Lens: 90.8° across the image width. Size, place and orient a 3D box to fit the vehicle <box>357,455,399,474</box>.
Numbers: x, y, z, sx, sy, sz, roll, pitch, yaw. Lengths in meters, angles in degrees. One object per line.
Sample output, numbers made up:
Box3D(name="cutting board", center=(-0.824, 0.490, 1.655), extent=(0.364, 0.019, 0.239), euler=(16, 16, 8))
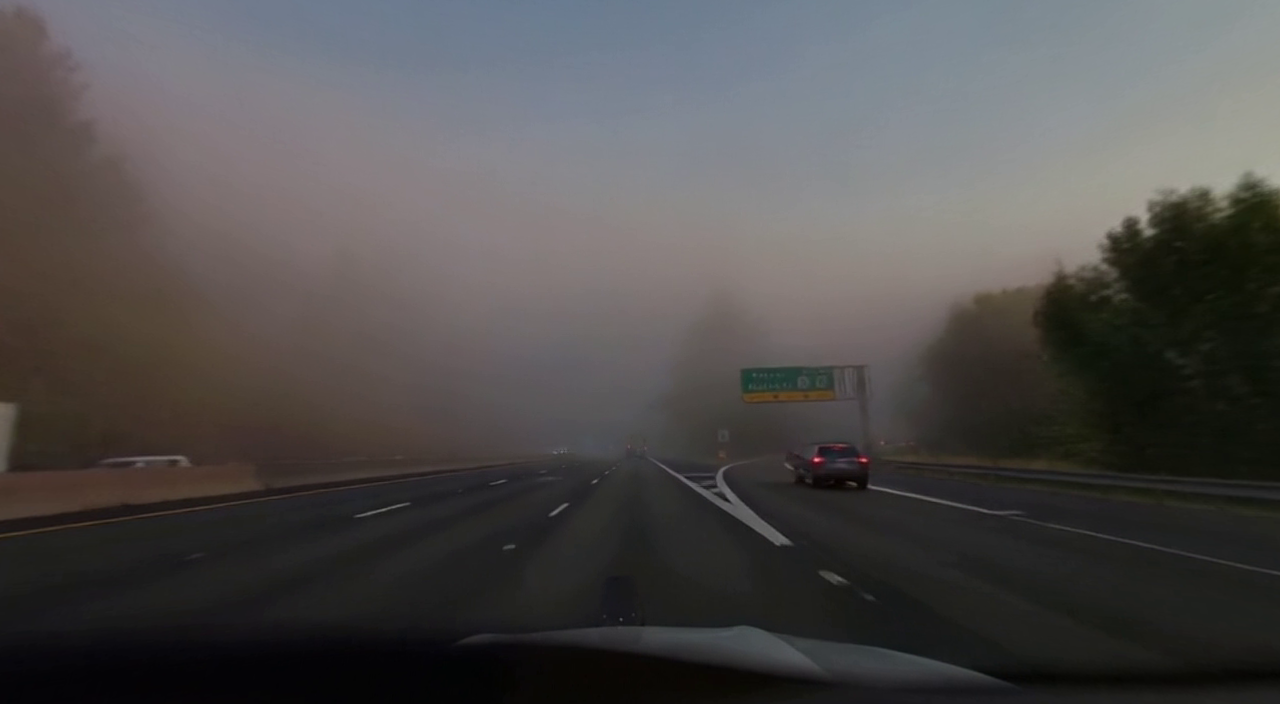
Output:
Box3D(name="vehicle", center=(-20.669, 8.857, 49.924), extent=(1.757, 1.418, 3.518), euler=(0, -9, 0))

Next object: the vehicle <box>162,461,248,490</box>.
Box3D(name="vehicle", center=(-24.564, 6.977, 35.853), extent=(1.752, 1.441, 4.500), euler=(0, -9, -1))

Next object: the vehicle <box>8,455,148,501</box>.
Box3D(name="vehicle", center=(-19.547, 4.373, 22.164), extent=(1.673, 1.426, 3.456), euler=(0, -9, 0))

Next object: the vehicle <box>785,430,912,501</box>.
Box3D(name="vehicle", center=(5.574, 3.106, 17.629), extent=(2.096, 1.712, 4.697), euler=(0, -9, 2))
